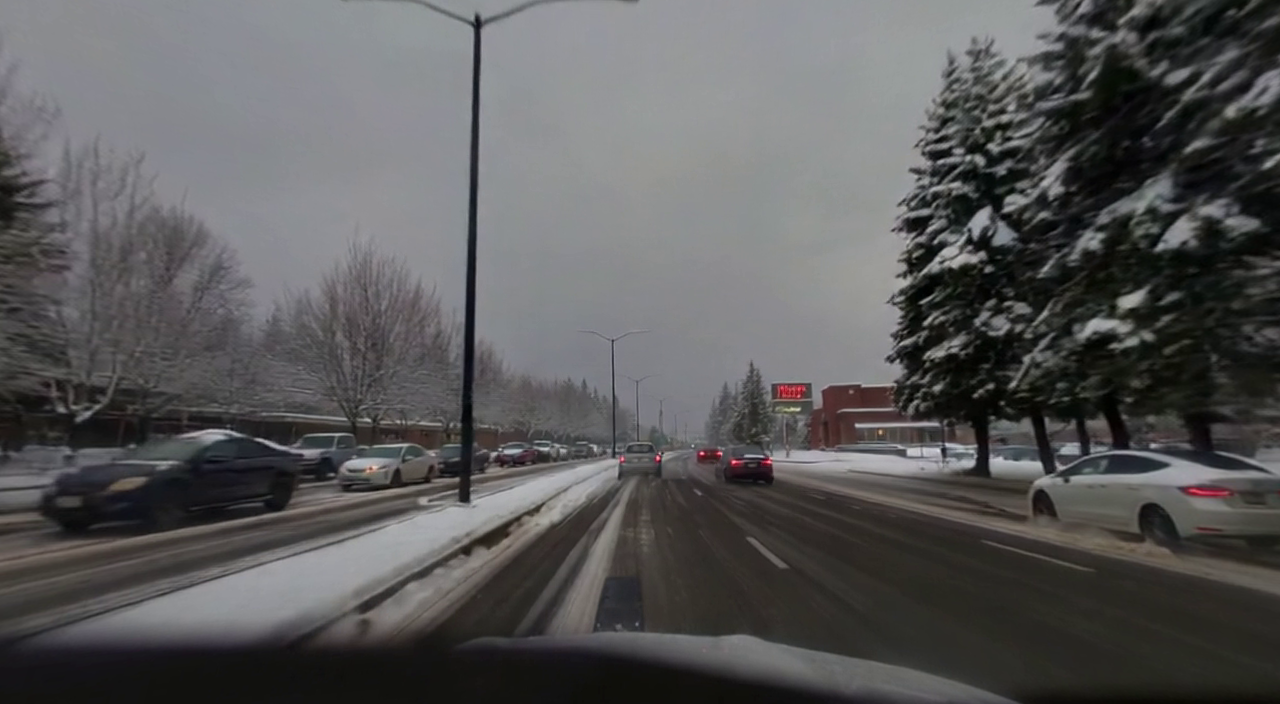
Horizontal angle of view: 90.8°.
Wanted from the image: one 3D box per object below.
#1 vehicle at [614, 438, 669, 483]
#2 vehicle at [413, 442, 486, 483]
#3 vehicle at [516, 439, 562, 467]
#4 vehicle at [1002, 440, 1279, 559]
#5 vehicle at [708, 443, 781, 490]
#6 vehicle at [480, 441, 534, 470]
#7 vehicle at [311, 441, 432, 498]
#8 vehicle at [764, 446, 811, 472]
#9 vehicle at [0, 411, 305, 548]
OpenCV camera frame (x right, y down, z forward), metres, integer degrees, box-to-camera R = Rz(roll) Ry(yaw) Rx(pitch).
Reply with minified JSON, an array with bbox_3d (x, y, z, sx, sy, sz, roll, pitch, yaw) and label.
[{"bbox_3d":[0.103,4.436,26.053,2.101,1.694,3.979,0,-8,1],"label":"vehicle"},{"bbox_3d":[-8.623,4.998,29.066,1.953,1.647,4.401,-2,-8,1],"label":"vehicle"},{"bbox_3d":[-7.684,7.767,48.693,2.460,1.970,5.271,-1,-9,3],"label":"vehicle"},{"bbox_3d":[8.163,2.180,10.191,1.909,1.456,4.569,0,-8,0],"label":"vehicle"},{"bbox_3d":[3.561,3.965,22.260,1.852,1.498,3.825,0,-8,-1],"label":"vehicle"},{"bbox_3d":[-8.318,6.530,39.956,2.183,1.706,4.862,-1,-9,2],"label":"vehicle"},{"bbox_3d":[-8.428,3.691,20.318,2.076,1.595,4.110,-1,-8,1],"label":"vehicle"},{"bbox_3d":[8.966,6.544,38.851,1.860,1.475,4.488,0,-9,1],"label":"vehicle"},{"bbox_3d":[-8.511,2.173,11.245,2.362,1.825,4.988,-2,-9,0],"label":"vehicle"}]
